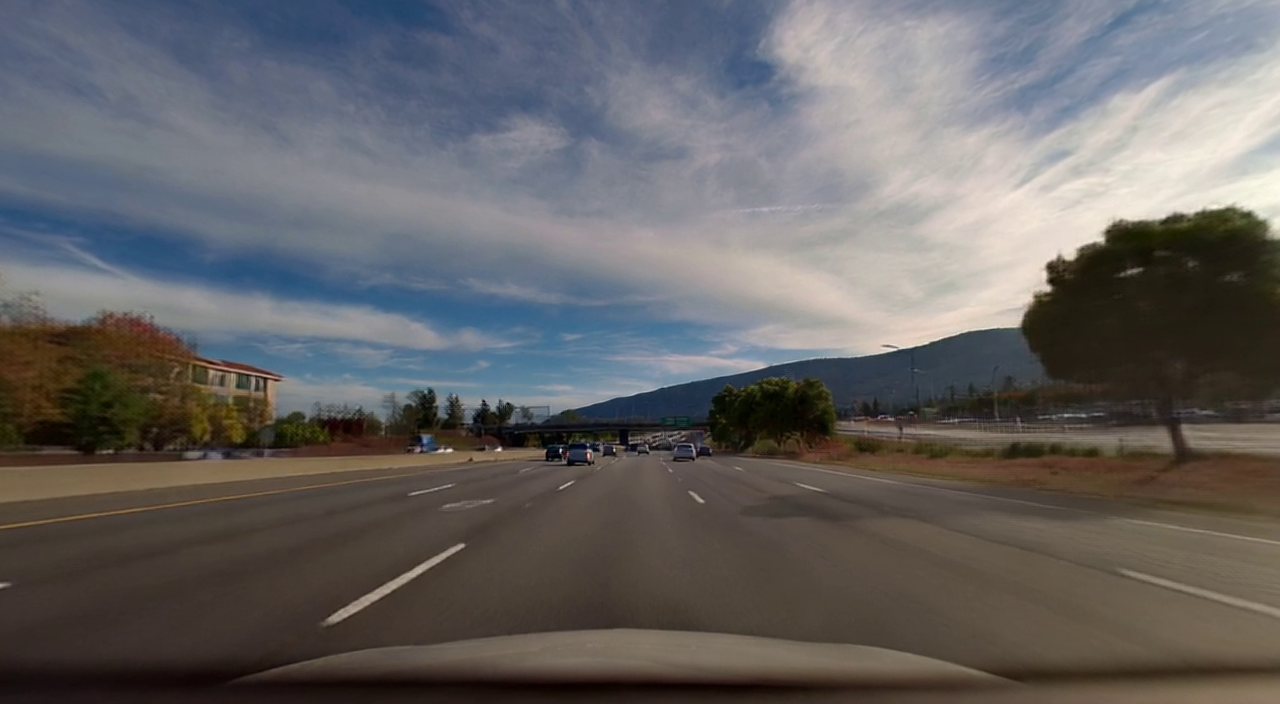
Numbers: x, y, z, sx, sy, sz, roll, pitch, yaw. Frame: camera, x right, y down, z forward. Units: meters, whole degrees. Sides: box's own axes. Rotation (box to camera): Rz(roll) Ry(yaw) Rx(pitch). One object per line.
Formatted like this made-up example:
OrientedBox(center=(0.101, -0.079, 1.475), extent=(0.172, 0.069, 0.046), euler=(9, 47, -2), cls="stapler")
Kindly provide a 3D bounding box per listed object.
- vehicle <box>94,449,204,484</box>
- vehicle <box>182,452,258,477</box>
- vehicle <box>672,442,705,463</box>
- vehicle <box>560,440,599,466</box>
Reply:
OrientedBox(center=(-23.818, 5.520, 30.876), extent=(1.860, 1.566, 4.315), euler=(0, -9, 0), cls="vehicle")
OrientedBox(center=(-27.236, 7.302, 41.164), extent=(1.804, 1.461, 4.501), euler=(0, -9, 0), cls="vehicle")
OrientedBox(center=(3.478, 7.293, 45.870), extent=(1.967, 1.475, 4.080), euler=(0, -8, -1), cls="vehicle")
OrientedBox(center=(-4.184, 7.075, 44.386), extent=(2.179, 1.693, 4.204), euler=(0, -8, 1), cls="vehicle")
